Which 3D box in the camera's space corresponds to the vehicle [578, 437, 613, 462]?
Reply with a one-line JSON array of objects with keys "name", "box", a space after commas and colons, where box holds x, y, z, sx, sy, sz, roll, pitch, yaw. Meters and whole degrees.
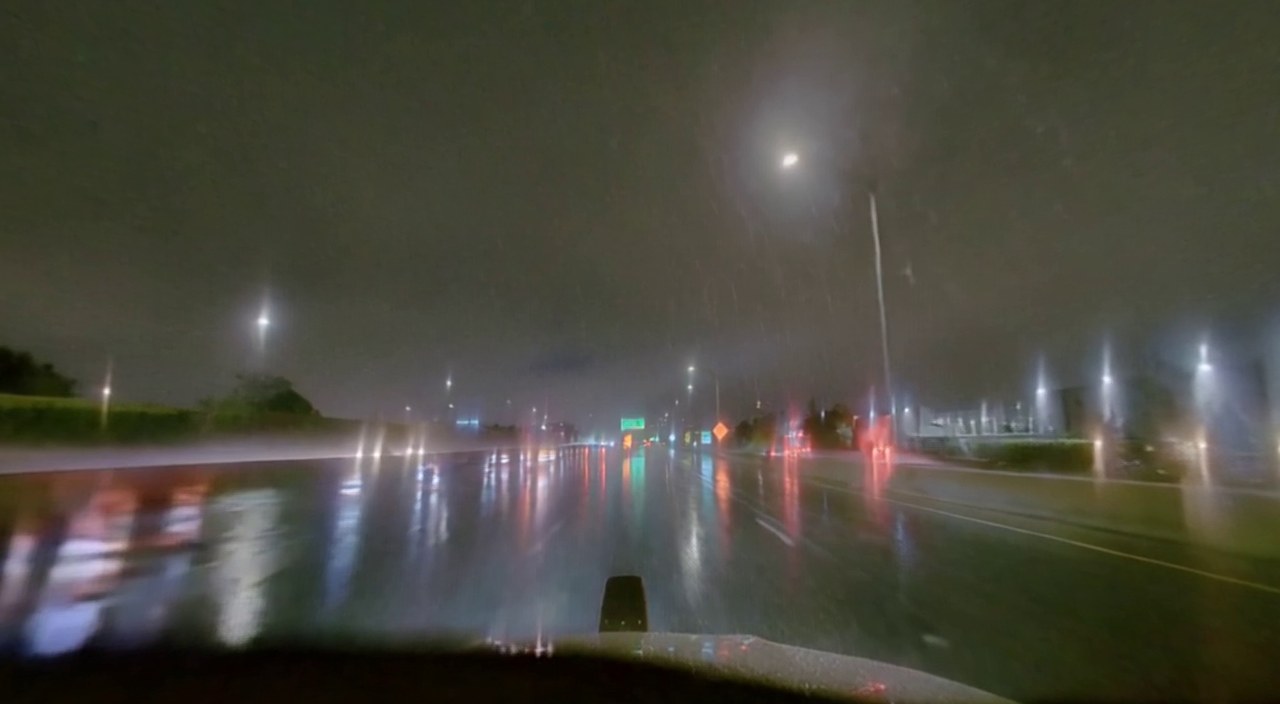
[{"name": "vehicle", "box": [-3.042, 6.779, 43.667, 2.078, 1.629, 4.059, 0, -8, 1]}]
